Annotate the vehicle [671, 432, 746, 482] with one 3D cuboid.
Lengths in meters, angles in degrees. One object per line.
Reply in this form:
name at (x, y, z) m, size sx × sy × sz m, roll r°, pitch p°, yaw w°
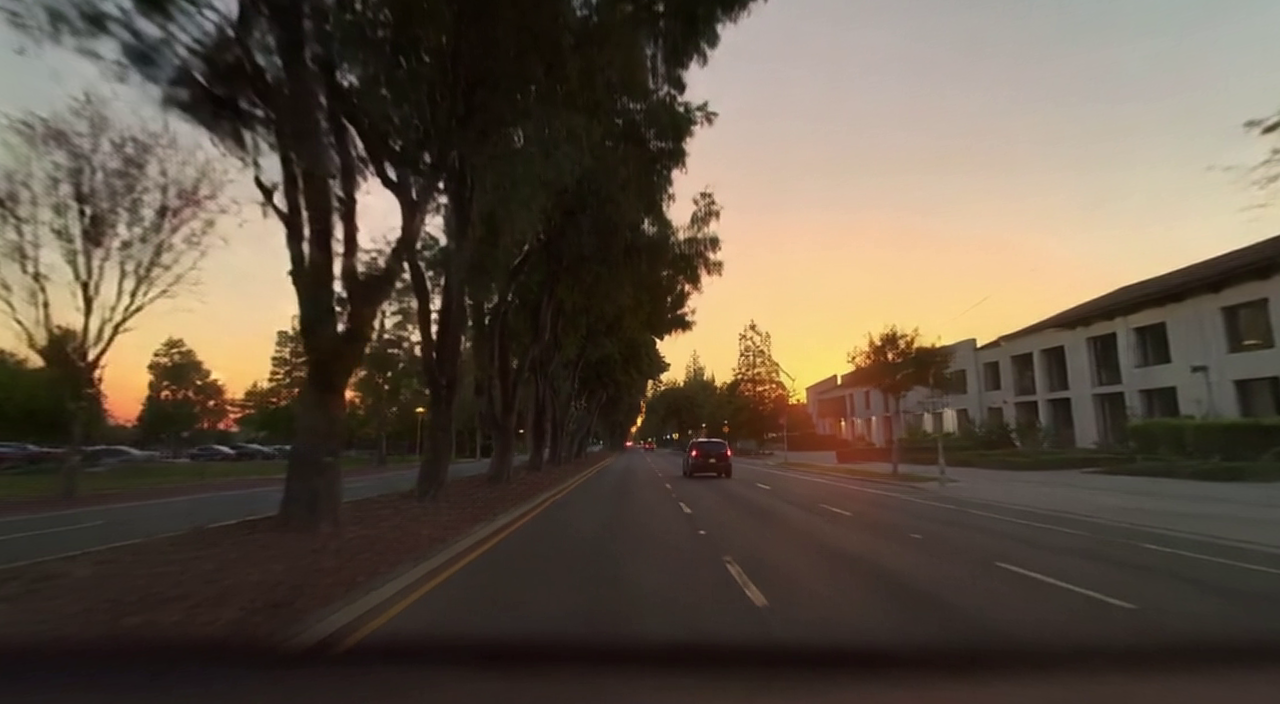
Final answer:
vehicle at (2.494, 3.987, 24.325) m, size 2.240 × 1.740 × 4.605 m, roll 0°, pitch -8°, yaw -2°
